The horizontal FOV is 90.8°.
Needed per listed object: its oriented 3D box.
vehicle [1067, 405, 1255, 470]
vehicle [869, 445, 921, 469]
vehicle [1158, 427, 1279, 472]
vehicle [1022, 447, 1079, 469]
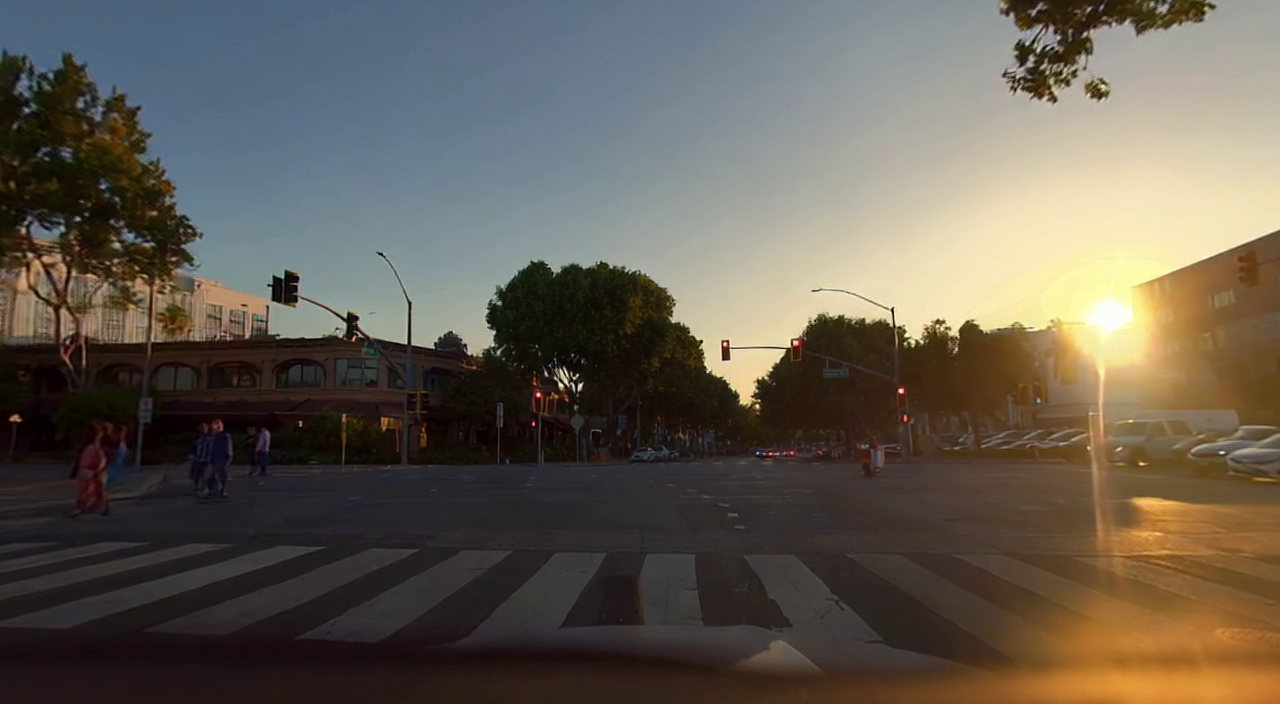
[{"bbox_3d":[22.939,3.818,28.103,5.855,2.746,2.523,-1,-9,3],"label":"vehicle"},{"bbox_3d":[17.503,7.183,43.532,1.789,1.557,4.293,0,-9,1],"label":"vehicle"},{"bbox_3d":[21.114,3.361,21.736,4.740,1.464,1.876,-1,-9,3],"label":"vehicle"},{"bbox_3d":[27.695,7.137,42.749,1.589,1.405,3.633,-1,-9,5],"label":"vehicle"}]
